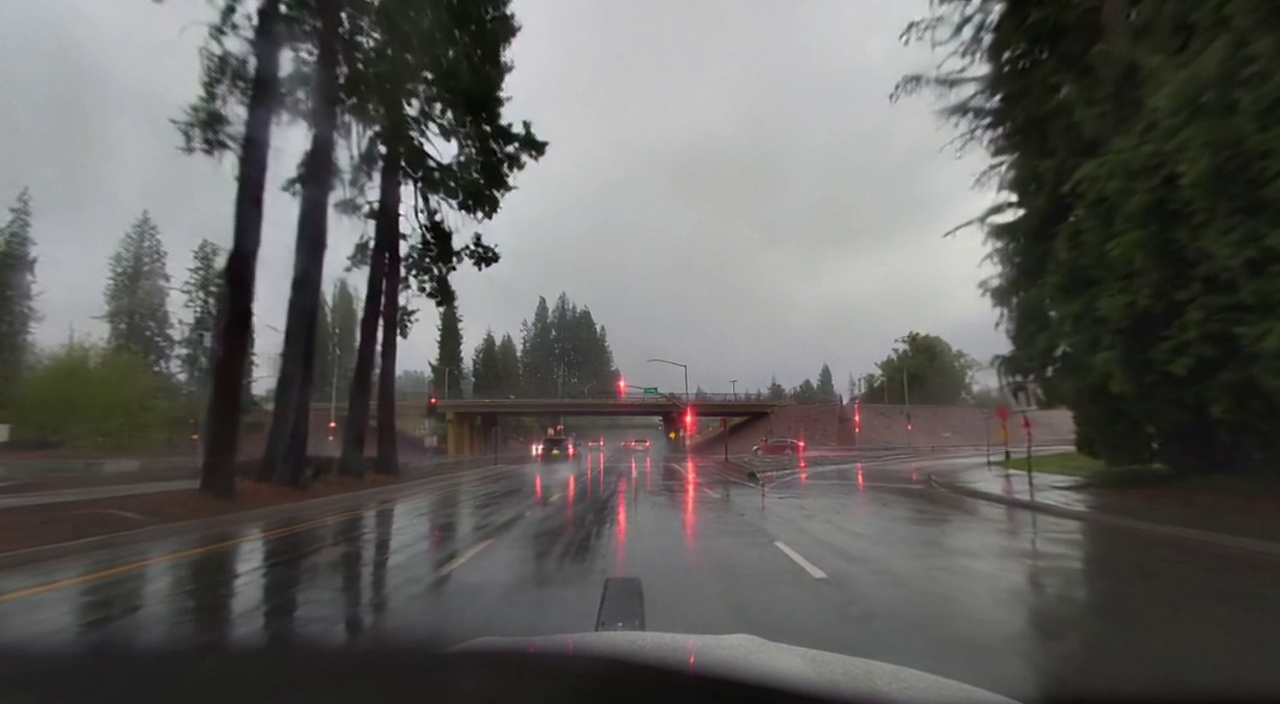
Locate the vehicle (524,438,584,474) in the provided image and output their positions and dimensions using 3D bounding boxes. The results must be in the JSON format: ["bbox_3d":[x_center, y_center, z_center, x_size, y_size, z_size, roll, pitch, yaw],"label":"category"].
[{"bbox_3d":[-3.816,4.680,28.644,2.082,1.472,4.310,0,-9,0],"label":"vehicle"}]
